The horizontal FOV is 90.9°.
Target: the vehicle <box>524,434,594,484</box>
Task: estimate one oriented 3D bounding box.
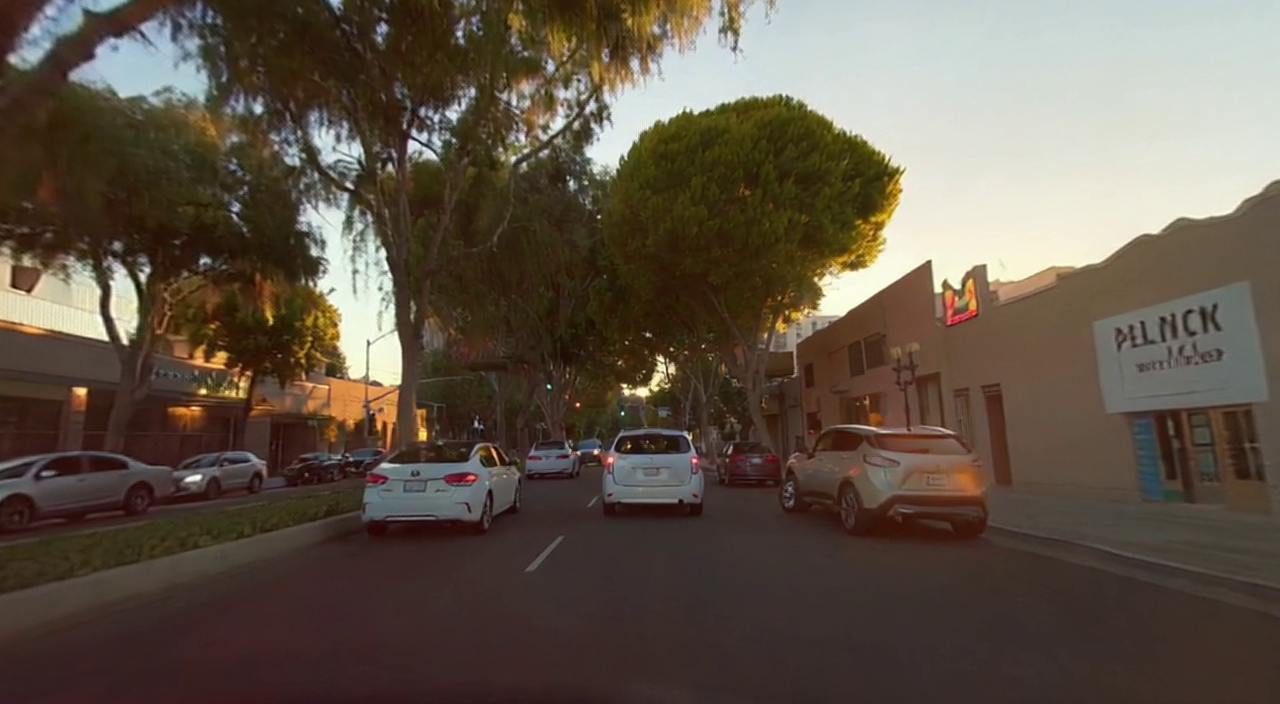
[{"bbox_3d":[-3.085,4.201,25.024,2.135,1.806,4.514,0,-8,1],"label":"vehicle"}]

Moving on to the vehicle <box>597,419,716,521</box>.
[{"bbox_3d":[0.290,2.354,13.061,2.075,1.770,4.018,0,-8,0],"label":"vehicle"}]

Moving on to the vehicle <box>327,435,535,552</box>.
[{"bbox_3d":[-3.037,2.129,10.250,1.908,1.474,4.257,0,-8,0],"label":"vehicle"}]

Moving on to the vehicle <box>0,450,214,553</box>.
[{"bbox_3d":[-10.639,2.606,11.770,2.041,1.500,4.684,0,-8,0],"label":"vehicle"}]

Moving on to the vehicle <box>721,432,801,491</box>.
[{"bbox_3d":[4.057,3.739,21.908,2.025,1.813,4.372,0,-8,2],"label":"vehicle"}]

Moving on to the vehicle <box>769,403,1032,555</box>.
[{"bbox_3d":[3.988,2.070,11.100,2.038,1.865,5.786,3,-9,-2],"label":"vehicle"}]
